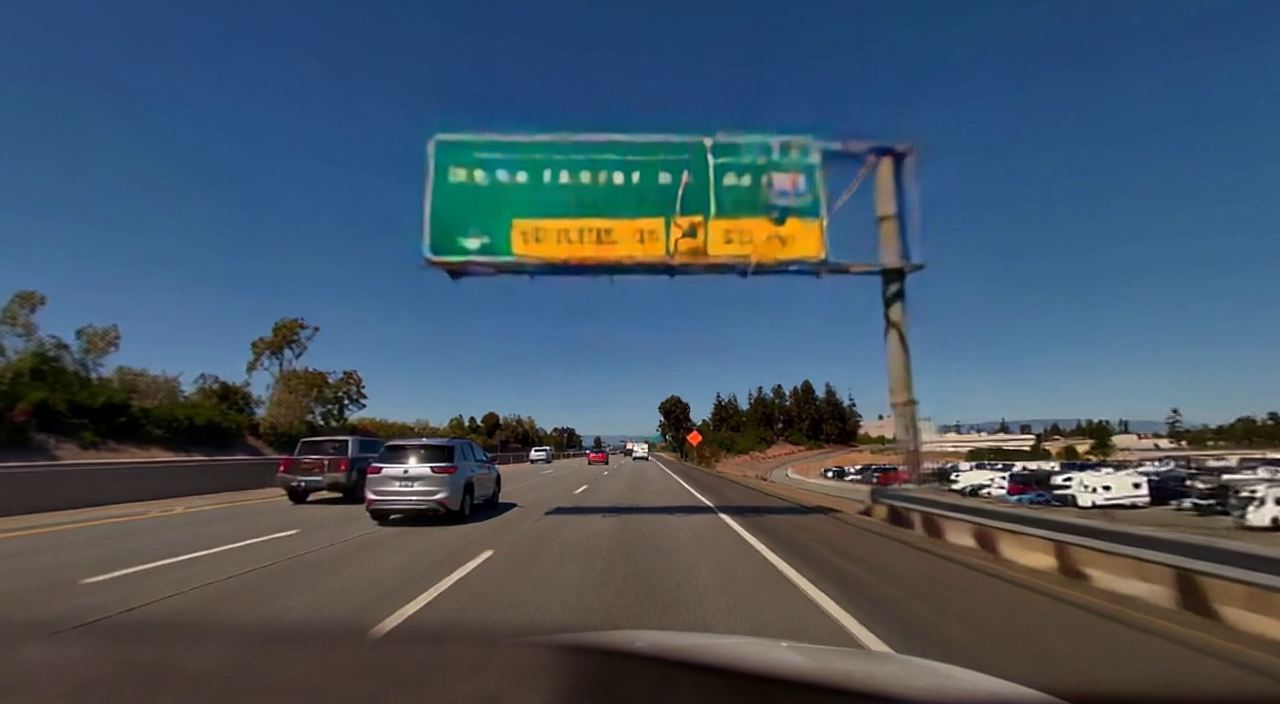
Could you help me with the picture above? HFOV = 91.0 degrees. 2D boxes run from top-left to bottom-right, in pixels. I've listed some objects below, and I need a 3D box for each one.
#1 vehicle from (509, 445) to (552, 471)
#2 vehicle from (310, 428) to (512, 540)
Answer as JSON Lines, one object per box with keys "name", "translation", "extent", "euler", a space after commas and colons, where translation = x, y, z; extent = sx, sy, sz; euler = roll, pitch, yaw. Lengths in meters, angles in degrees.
{"name": "vehicle", "translation": [-7.384, 7.203, 42.941], "extent": [2.046, 1.644, 4.422], "euler": [0, -9, 2]}
{"name": "vehicle", "translation": [-3.918, 2.331, 11.735], "extent": [2.070, 1.665, 4.213], "euler": [0, -9, 1]}
